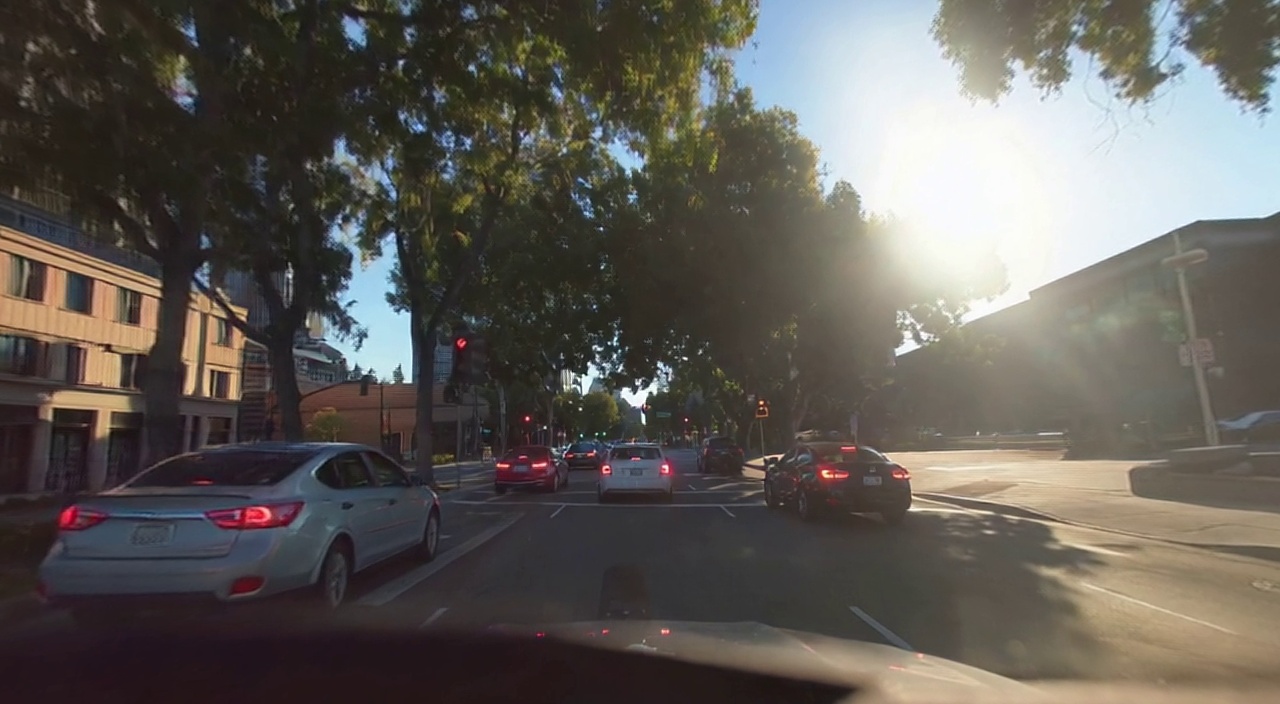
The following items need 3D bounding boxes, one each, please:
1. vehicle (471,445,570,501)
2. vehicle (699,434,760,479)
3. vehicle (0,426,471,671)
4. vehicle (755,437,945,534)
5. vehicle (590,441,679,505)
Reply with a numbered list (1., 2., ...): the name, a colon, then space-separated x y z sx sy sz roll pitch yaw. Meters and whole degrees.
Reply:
1. vehicle: -3.381 3.492 18.675 2.002 1.465 4.098 0 -8 2
2. vehicle: 4.205 5.040 30.658 2.142 1.957 5.443 0 -8 0
3. vehicle: -3.305 1.535 6.130 2.038 1.481 4.379 0 -8 1
4. vehicle: 3.691 2.408 12.112 1.990 1.486 4.431 0 -8 -2
5. vehicle: -0.170 3.151 16.861 2.101 1.480 3.929 0 -8 -1
